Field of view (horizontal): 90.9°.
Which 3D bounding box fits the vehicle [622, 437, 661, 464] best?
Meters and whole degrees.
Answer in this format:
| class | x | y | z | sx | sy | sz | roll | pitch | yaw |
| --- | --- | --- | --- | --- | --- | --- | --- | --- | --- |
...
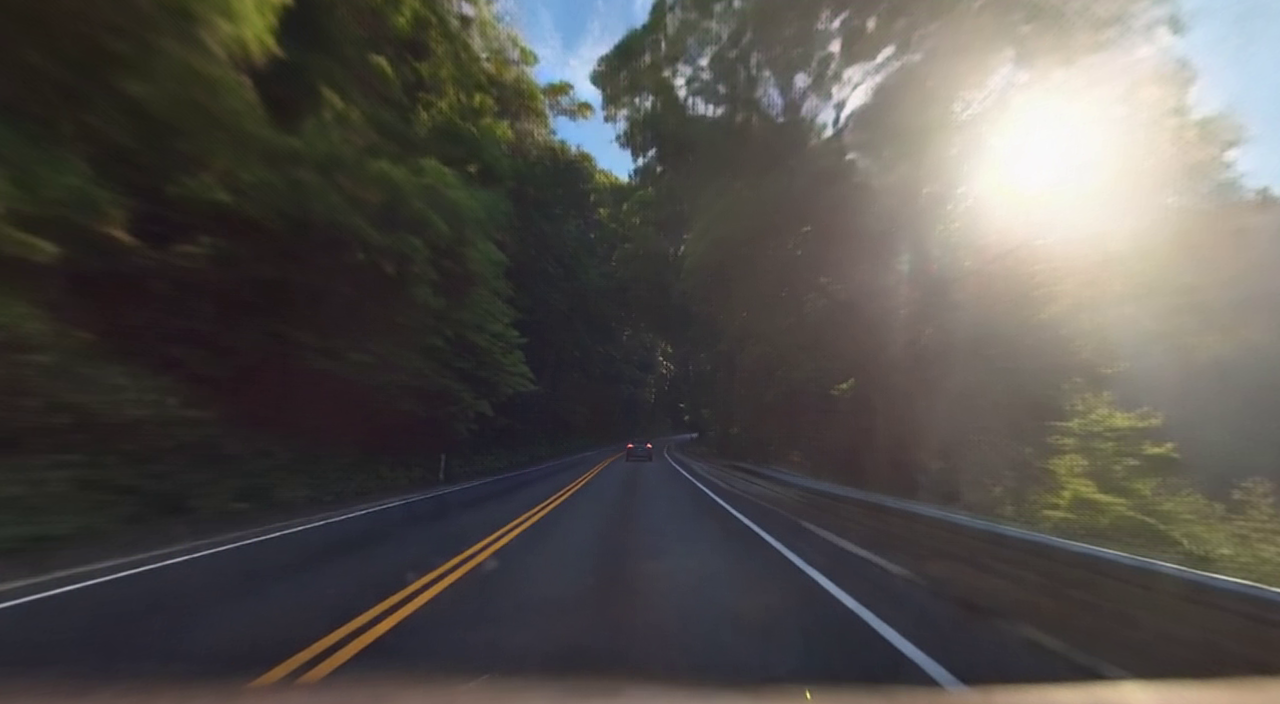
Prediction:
| class | x | y | z | sx | sy | sz | roll | pitch | yaw |
| --- | --- | --- | --- | --- | --- | --- | --- | --- | --- |
| vehicle | 0.088 | 5.781 | 37.244 | 2.120 | 1.491 | 4.349 | 0 | -8 | 0 |
